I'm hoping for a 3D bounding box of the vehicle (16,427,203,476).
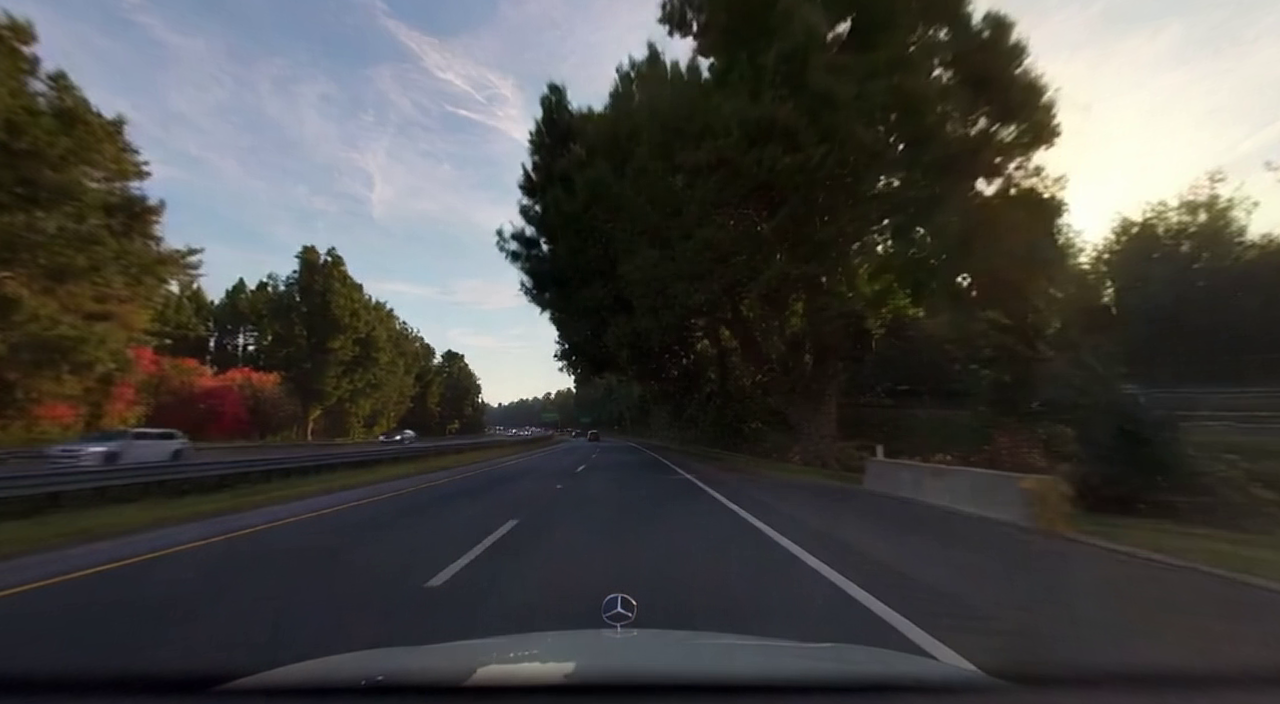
[{"bbox_3d":[-16.833,3.173,20.363,1.957,1.378,4.740,0,-8,0],"label":"vehicle"}]
